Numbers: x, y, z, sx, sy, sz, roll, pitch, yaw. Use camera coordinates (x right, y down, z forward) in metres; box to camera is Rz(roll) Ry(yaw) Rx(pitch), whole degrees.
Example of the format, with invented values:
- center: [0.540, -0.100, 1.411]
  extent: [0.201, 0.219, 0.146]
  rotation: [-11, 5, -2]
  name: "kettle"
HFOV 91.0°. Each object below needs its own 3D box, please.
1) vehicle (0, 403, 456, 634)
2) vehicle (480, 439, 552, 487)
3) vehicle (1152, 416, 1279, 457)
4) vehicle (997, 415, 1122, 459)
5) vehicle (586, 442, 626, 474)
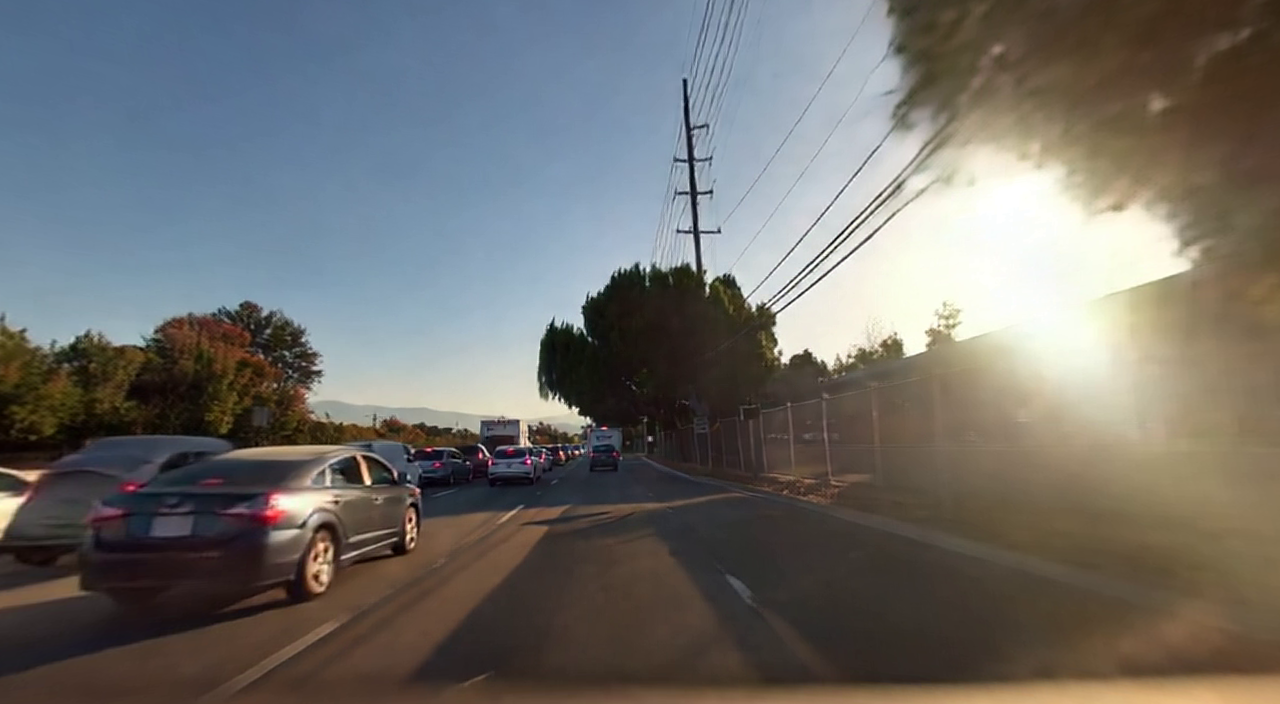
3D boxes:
- center: [-3.941, 1.581, 7.069]
  extent: [2.388, 1.692, 4.684]
  rotation: [0, -8, -1]
  name: "vehicle"
- center: [-4.751, 4.320, 24.865]
  extent: [2.057, 1.673, 4.934]
  rotation: [0, -8, -2]
  name: "vehicle"
- center: [31.480, 4.631, 34.211]
  extent: [5.535, 2.130, 2.145]
  rotation: [1, -9, -5]
  name: "vehicle"
- center: [29.786, 6.053, 44.840]
  extent: [7.011, 3.014, 2.594]
  rotation: [0, -9, -3]
  name: "vehicle"
- center: [-1.905, 5.807, 34.756]
  extent: [2.055, 1.671, 4.147]
  rotation: [1, -8, -4]
  name: "vehicle"
